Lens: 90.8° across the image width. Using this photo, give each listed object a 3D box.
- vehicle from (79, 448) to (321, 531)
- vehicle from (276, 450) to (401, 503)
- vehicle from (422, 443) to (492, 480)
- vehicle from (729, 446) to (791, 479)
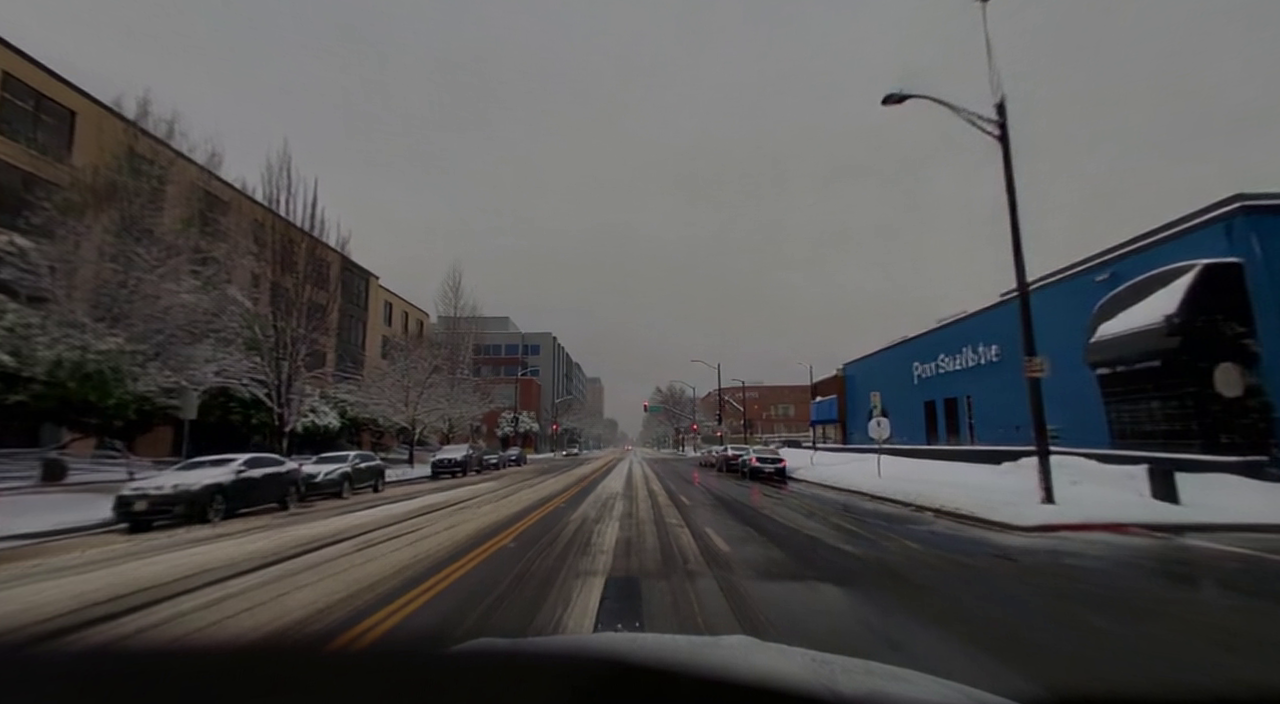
[{"bbox_3d":[-10.079,3.136,15.206,1.995,1.564,5.321,0,-8,0],"label":"vehicle"},{"bbox_3d":[-9.672,3.991,20.748,2.021,1.482,4.601,0,-8,-3],"label":"vehicle"},{"bbox_3d":[-10.003,5.981,35.056,2.228,1.863,5.407,0,-8,1],"label":"vehicle"},{"bbox_3d":[6.012,5.571,32.270,2.038,1.482,4.994,0,-8,-2],"label":"vehicle"}]
